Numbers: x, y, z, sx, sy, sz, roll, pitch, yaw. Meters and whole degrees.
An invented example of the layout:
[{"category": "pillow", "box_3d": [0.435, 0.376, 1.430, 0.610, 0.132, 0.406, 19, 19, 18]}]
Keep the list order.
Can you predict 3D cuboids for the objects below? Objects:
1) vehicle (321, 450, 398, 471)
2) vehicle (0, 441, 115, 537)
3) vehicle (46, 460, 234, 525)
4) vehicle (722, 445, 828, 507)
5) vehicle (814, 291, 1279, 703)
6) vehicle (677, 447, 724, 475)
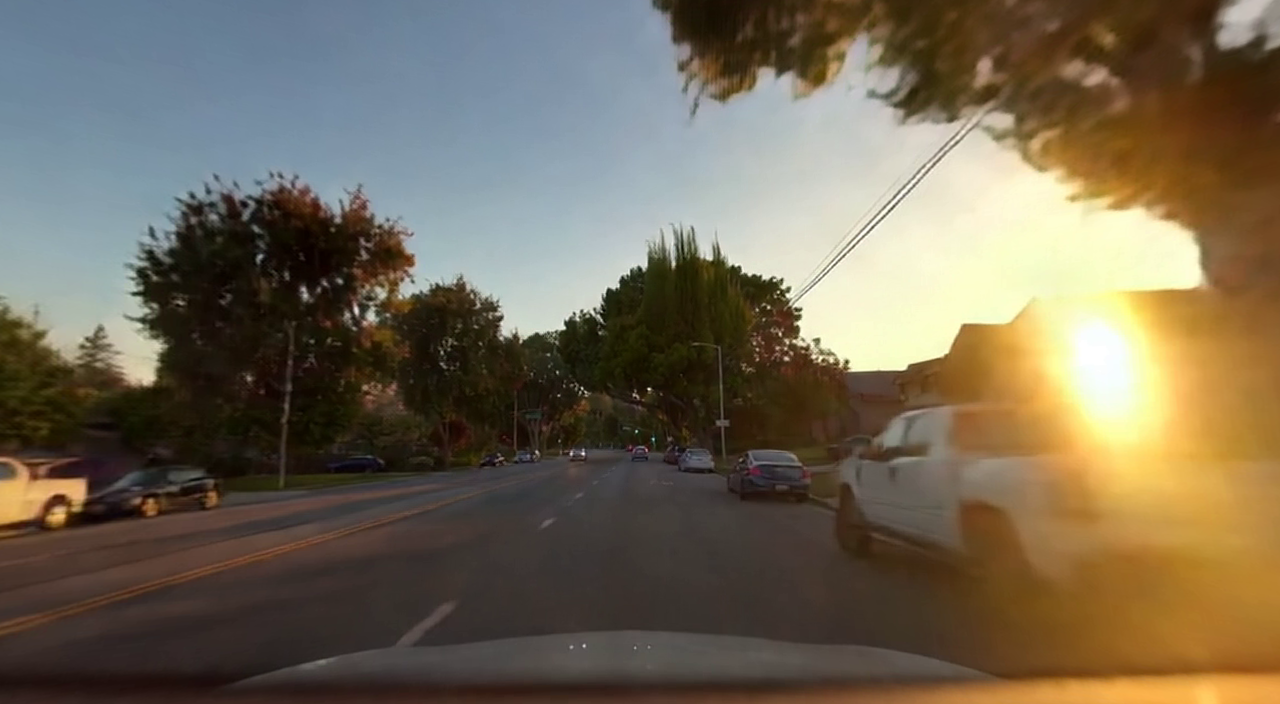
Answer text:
[{"category": "vehicle", "box_3d": [-21.317, 8.279, 48.096, 4.870, 1.529, 2.004, 0, -9, 0]}, {"category": "vehicle", "box_3d": [-13.915, 2.853, 12.769, 2.213, 1.903, 5.326, -4, -9, -2]}, {"category": "vehicle", "box_3d": [-13.908, 3.890, 17.987, 1.798, 1.486, 4.353, 0, -8, -1]}, {"category": "vehicle", "box_3d": [3.502, 3.295, 17.328, 2.009, 1.468, 4.414, 0, -8, 1]}, {"category": "vehicle", "box_3d": [3.601, 1.202, 5.637, 2.327, 2.026, 6.259, 0, -8, 0]}, {"category": "vehicle", "box_3d": [3.330, 6.145, 35.985, 2.158, 1.477, 5.135, 0, -8, 0]}]
